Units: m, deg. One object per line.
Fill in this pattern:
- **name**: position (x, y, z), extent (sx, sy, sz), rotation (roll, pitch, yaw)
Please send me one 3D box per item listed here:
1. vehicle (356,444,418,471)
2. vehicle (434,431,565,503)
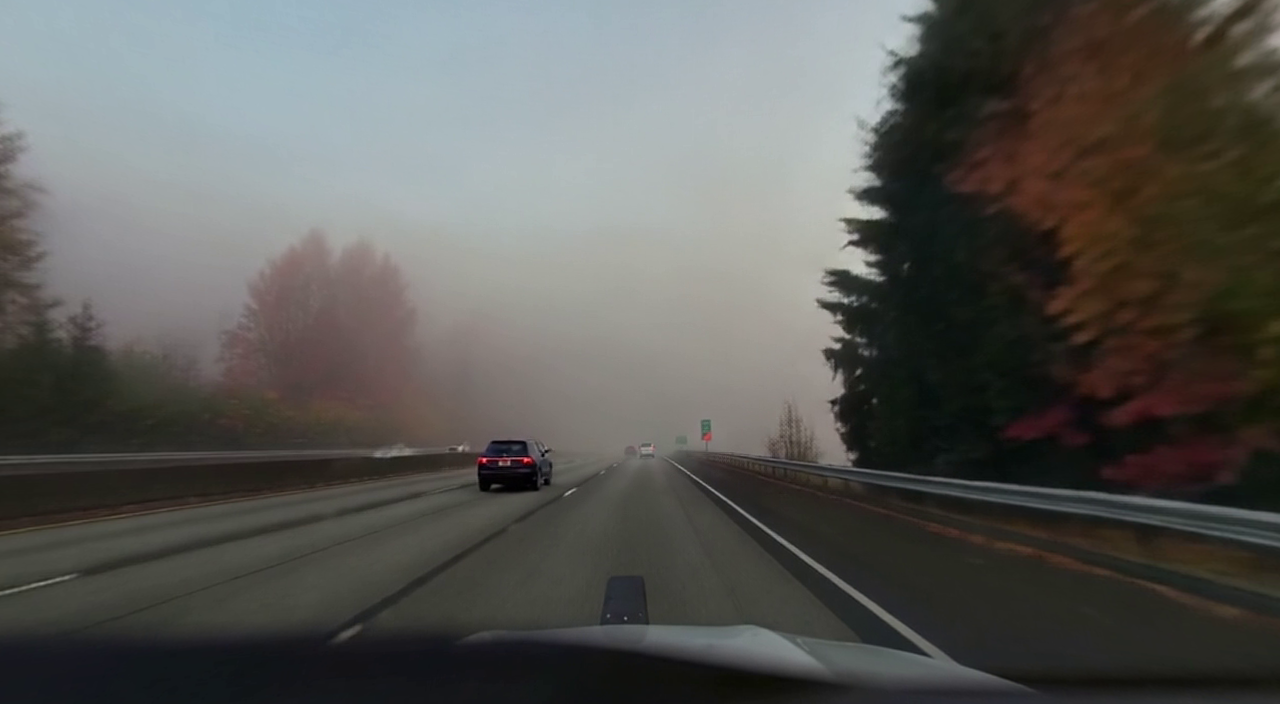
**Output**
- **vehicle**: position (-15.626, 6.525, 39.096), extent (1.917, 1.537, 4.491), rotation (0, -8, 0)
- **vehicle**: position (-3.391, 2.876, 16.286), extent (2.061, 1.572, 4.814), rotation (0, -8, 3)
